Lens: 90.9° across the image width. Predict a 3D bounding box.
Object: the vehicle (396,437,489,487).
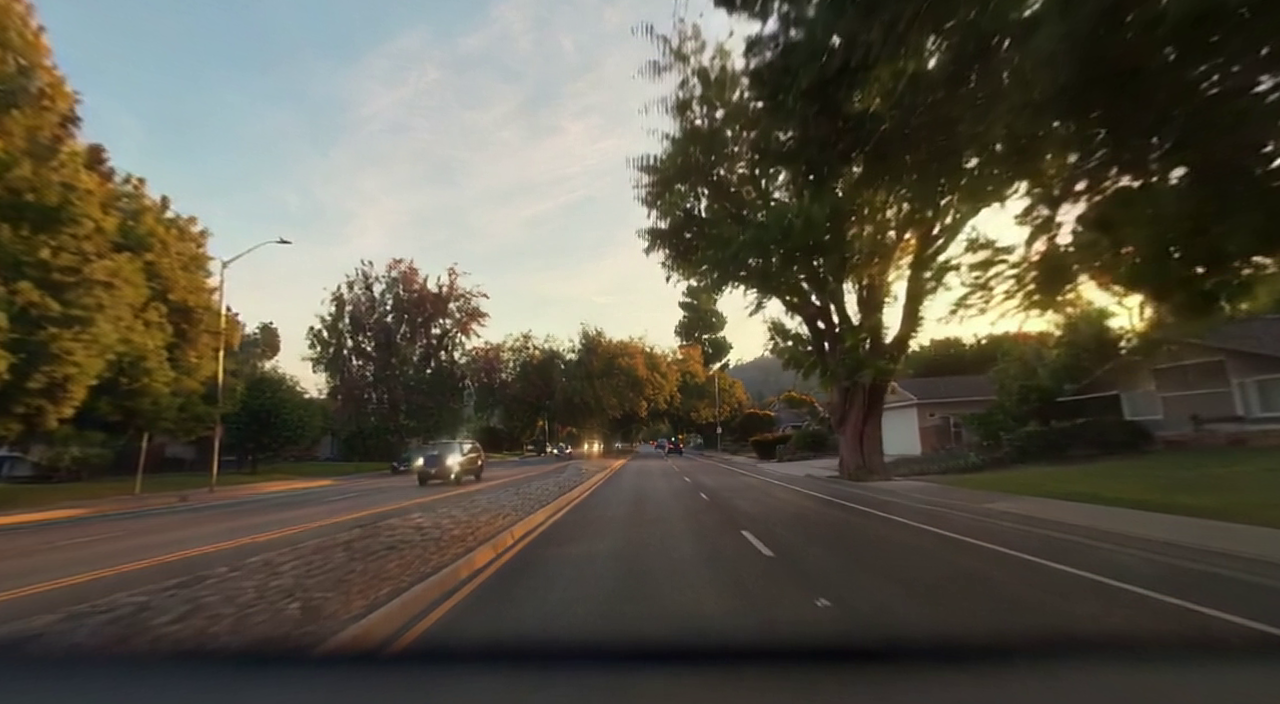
[{"bbox_3d":[-7.047,3.971,23.043,1.943,1.623,4.190,0,-8,1],"label":"vehicle"}]
